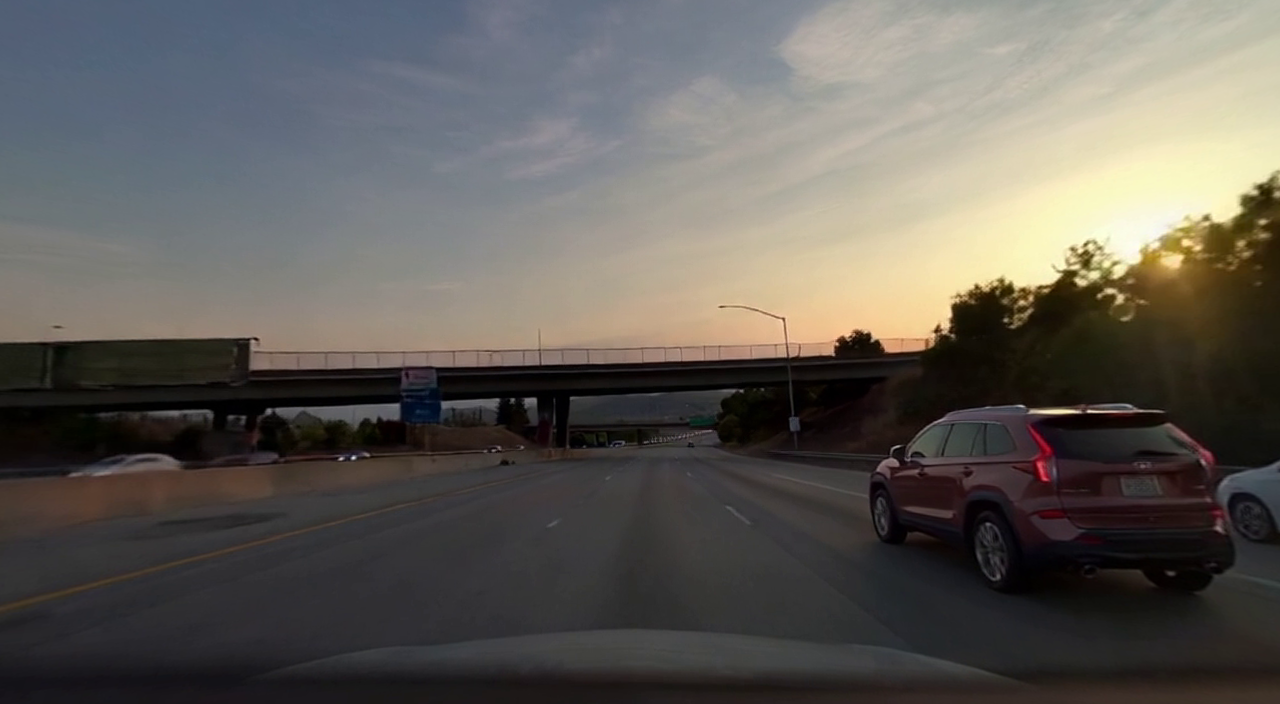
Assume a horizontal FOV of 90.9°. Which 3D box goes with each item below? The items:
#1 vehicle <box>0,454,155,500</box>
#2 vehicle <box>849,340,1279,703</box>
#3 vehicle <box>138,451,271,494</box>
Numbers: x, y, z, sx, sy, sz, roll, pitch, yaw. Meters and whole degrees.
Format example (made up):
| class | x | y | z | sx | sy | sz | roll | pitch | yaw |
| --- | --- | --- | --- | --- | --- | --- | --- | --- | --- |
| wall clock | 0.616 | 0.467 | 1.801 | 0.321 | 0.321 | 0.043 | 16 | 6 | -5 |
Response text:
| class | x | y | z | sx | sy | sz | roll | pitch | yaw |
| --- | --- | --- | --- | --- | --- | --- | --- | --- | --- |
| vehicle | -21.409 | 4.674 | 24.071 | 2.026 | 1.514 | 4.504 | -1 | -9 | 2 |
| vehicle | 3.528 | 1.134 | 5.280 | 2.019 | 1.732 | 4.579 | 0 | -9 | 1 |
| vehicle | -17.366 | 4.803 | 25.484 | 2.042 | 1.526 | 4.548 | 0 | -9 | 2 |
